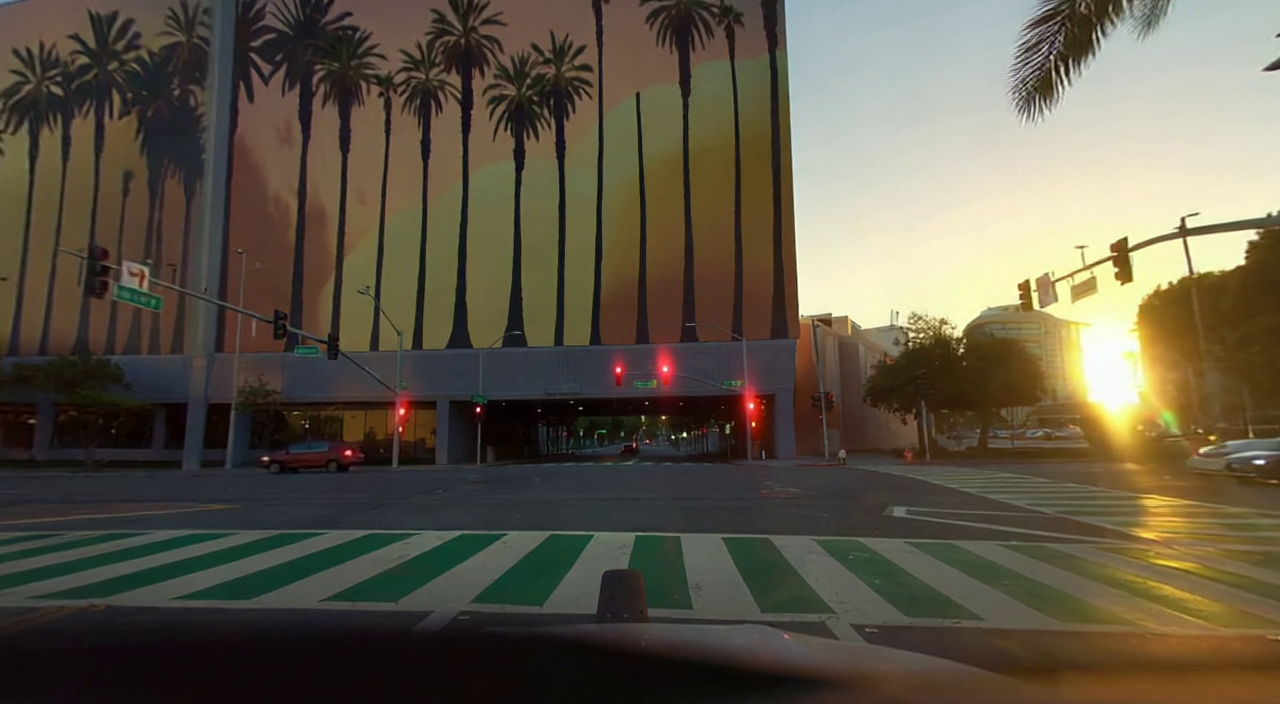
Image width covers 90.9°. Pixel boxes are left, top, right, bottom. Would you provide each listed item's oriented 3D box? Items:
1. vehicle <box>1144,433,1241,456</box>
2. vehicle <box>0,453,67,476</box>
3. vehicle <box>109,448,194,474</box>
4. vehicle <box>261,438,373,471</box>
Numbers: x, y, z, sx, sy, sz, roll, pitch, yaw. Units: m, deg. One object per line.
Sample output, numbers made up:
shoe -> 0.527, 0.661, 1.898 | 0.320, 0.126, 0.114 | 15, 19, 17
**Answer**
vehicle -> 36.152, 6.043, 41.305 | 4.606, 1.449, 1.687 | 0, -8, 2
vehicle -> -41.663, 7.606, 42.768 | 3.698, 1.508, 1.779 | 0, -8, 1
vehicle -> -33.074, 7.395, 42.752 | 4.136, 1.661, 1.857 | 0, -8, 1
vehicle -> -19.194, 6.109, 37.659 | 5.477, 1.880, 2.125 | 0, -8, 1
